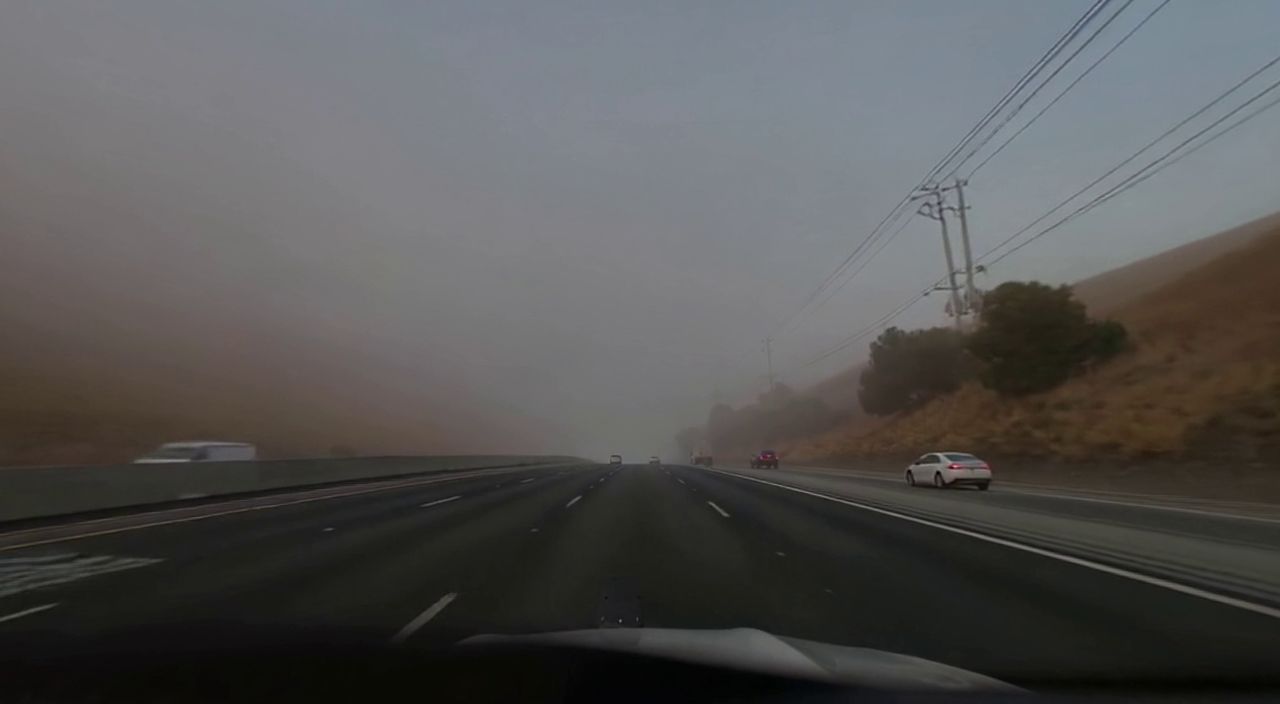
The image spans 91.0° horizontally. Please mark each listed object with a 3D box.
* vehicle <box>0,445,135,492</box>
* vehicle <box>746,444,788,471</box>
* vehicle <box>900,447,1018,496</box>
[{"bbox_3d":[-21.800,4.293,23.698,1.851,1.579,4.447,0,-9,0],"label":"vehicle"},{"bbox_3d":[9.436,7.874,47.105,2.108,1.870,4.435,0,-9,-1],"label":"vehicle"},{"bbox_3d":[10.530,3.940,21.137,1.884,1.486,3.770,0,-9,-1],"label":"vehicle"}]
